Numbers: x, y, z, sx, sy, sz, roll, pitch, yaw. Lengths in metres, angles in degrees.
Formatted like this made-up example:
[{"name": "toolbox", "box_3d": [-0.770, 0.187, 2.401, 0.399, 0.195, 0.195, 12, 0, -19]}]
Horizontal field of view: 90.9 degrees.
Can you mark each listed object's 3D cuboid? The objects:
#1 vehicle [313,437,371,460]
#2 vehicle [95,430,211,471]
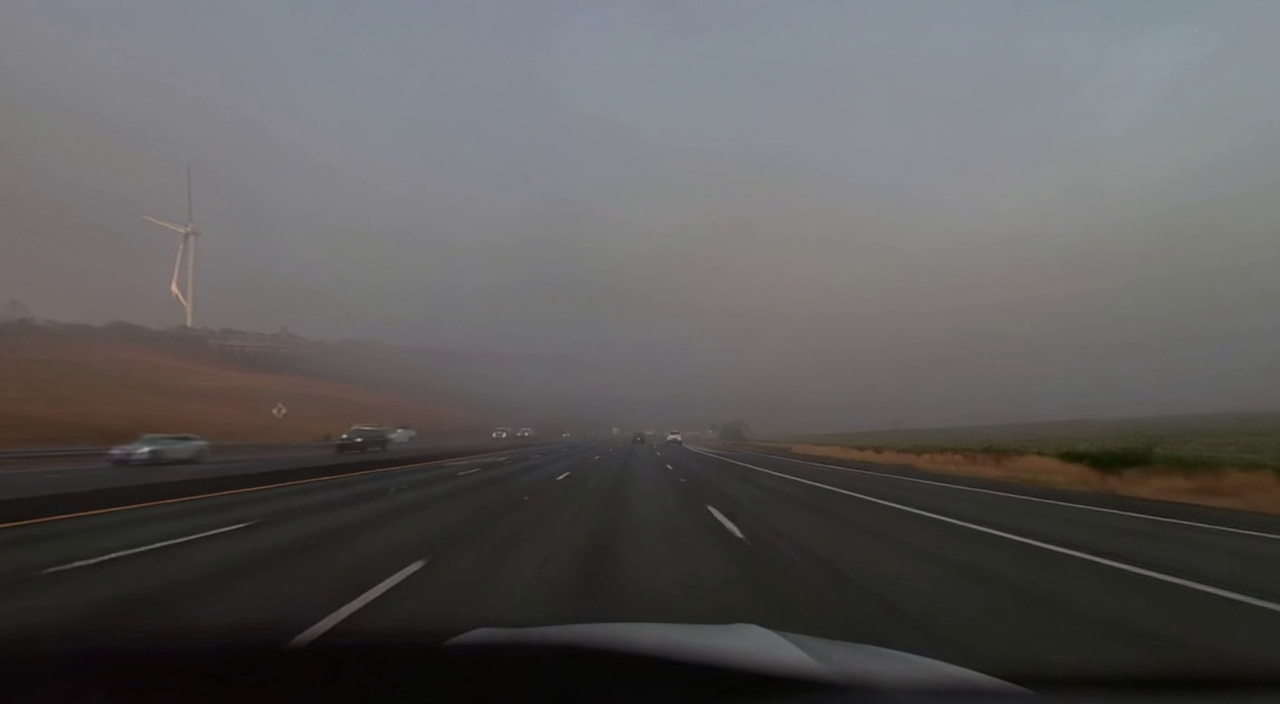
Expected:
[{"name": "vehicle", "box_3d": [-19.992, 6.455, 42.417, 1.875, 1.456, 4.044, 0, -8, 1]}, {"name": "vehicle", "box_3d": [-23.898, 4.827, 31.172, 2.006, 1.838, 4.631, 0, -8, 0]}]
